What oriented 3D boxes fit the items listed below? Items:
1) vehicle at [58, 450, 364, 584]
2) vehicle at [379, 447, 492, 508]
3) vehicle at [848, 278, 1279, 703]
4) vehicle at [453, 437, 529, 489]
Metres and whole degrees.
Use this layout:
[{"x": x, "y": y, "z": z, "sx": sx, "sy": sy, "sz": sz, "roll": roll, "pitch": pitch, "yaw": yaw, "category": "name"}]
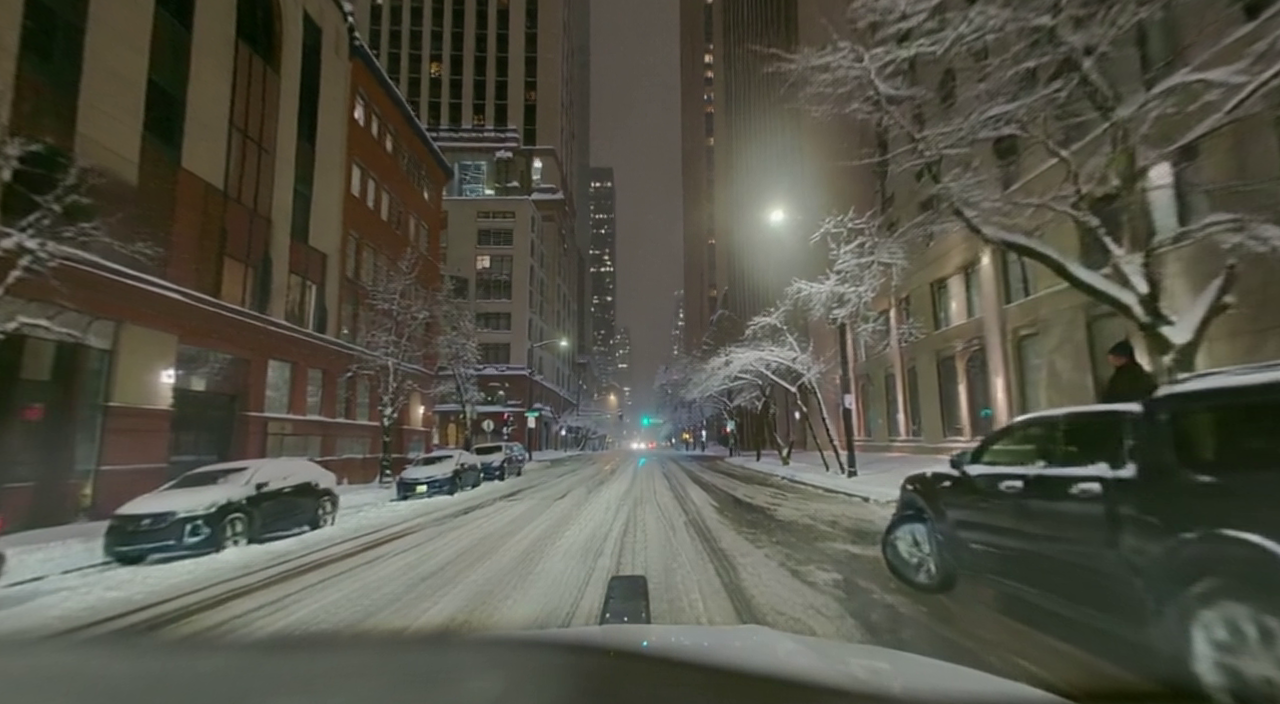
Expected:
[{"x": -6.645, "y": 2.515, "z": 10.583, "sx": 2.110, "sy": 1.498, "sz": 4.555, "roll": -5, "pitch": -8, "yaw": -2, "category": "vehicle"}, {"x": -6.651, "y": 4.089, "z": 21.142, "sx": 2.270, "sy": 1.539, "sz": 4.855, "roll": -5, "pitch": -8, "yaw": -2, "category": "vehicle"}, {"x": 3.916, "y": 1.000, "z": 4.651, "sx": 2.568, "sy": 2.001, "sz": 5.999, "roll": 1, "pitch": -8, "yaw": -2, "category": "vehicle"}, {"x": -6.491, "y": 4.854, "z": 27.995, "sx": 2.273, "sy": 1.871, "sz": 4.920, "roll": -5, "pitch": -8, "yaw": -2, "category": "vehicle"}]
